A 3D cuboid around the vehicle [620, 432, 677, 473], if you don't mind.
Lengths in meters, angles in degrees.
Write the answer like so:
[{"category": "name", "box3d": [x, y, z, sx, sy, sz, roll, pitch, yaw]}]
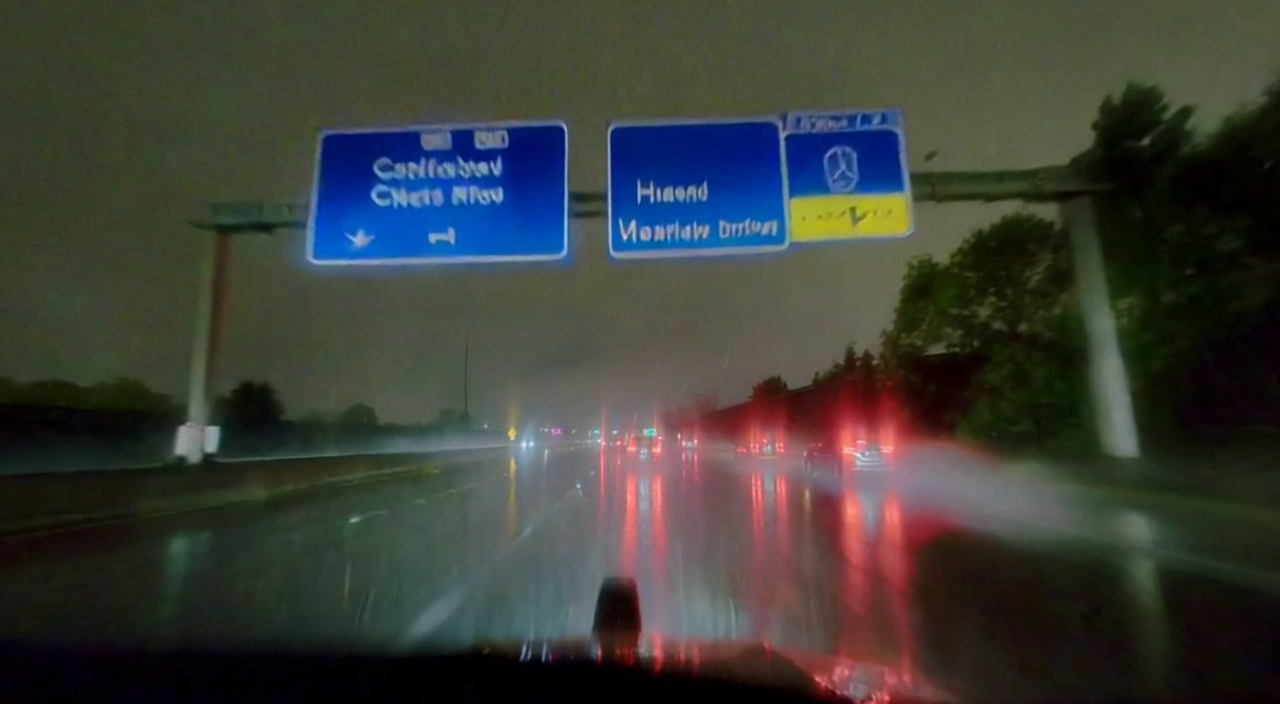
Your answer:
[{"category": "vehicle", "box3d": [0.266, 3.833, 24.290, 2.046, 1.467, 3.844, 0, -8, -1]}]
